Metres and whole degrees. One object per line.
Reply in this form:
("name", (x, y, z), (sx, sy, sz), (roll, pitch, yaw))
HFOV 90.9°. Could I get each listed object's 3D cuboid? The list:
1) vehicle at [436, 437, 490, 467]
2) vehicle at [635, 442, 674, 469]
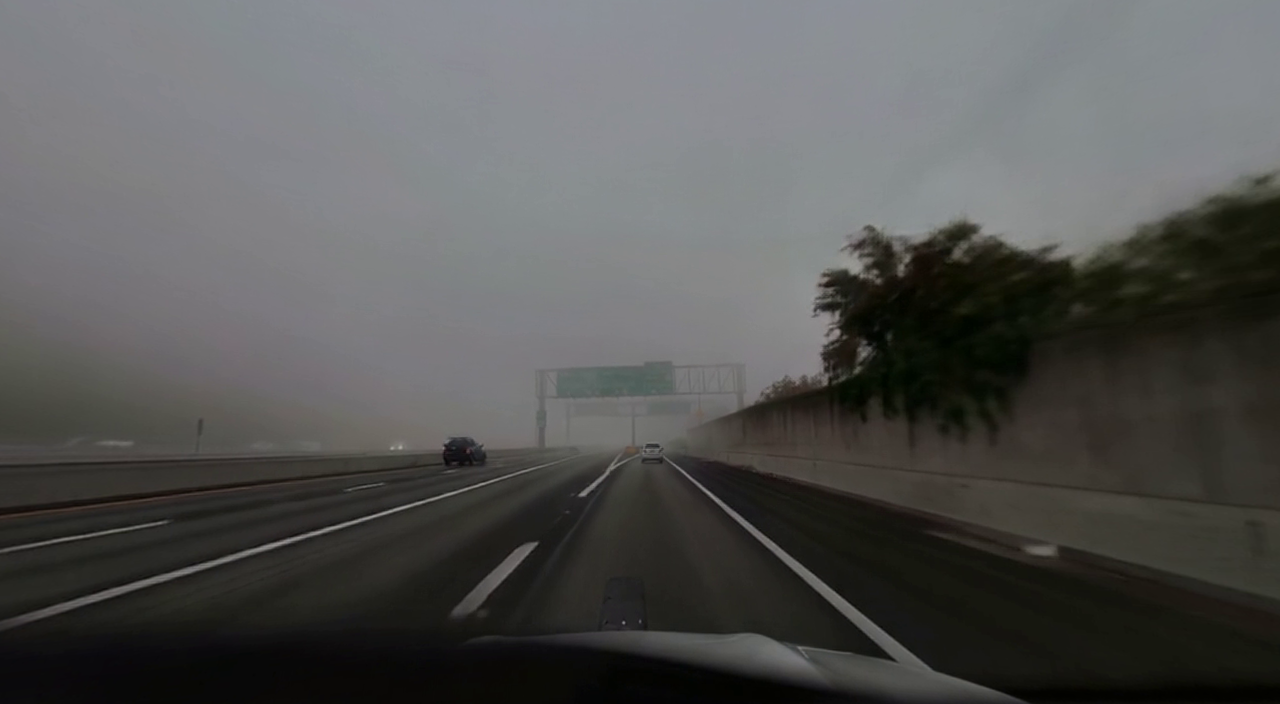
("vehicle", (-11.547, 6.548, 41.512), (2.246, 1.812, 4.740), (0, -8, -1))
("vehicle", (0.848, 5.998, 36.799), (2.137, 1.461, 3.999), (-1, -8, 1))
